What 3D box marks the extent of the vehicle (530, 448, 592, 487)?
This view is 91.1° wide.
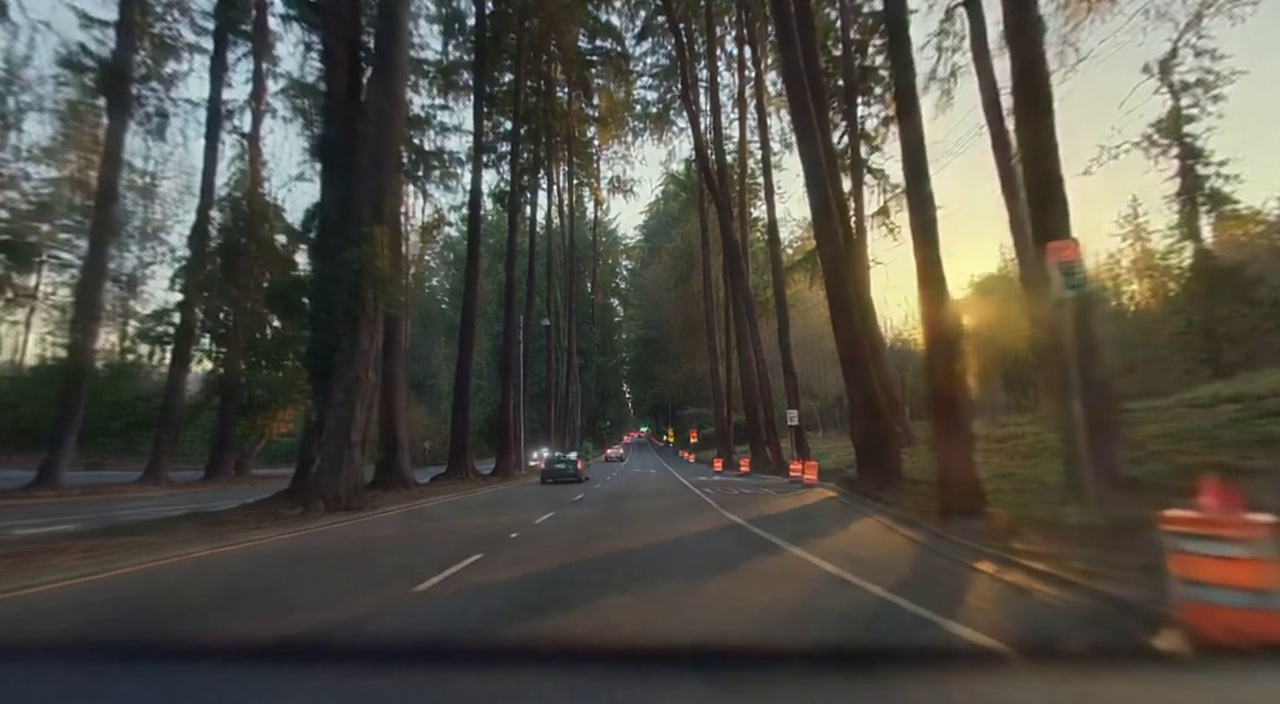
[{"bbox_3d":[-3.303,4.911,26.956,2.029,1.511,3.922,0,-9,2],"label":"vehicle"}]
